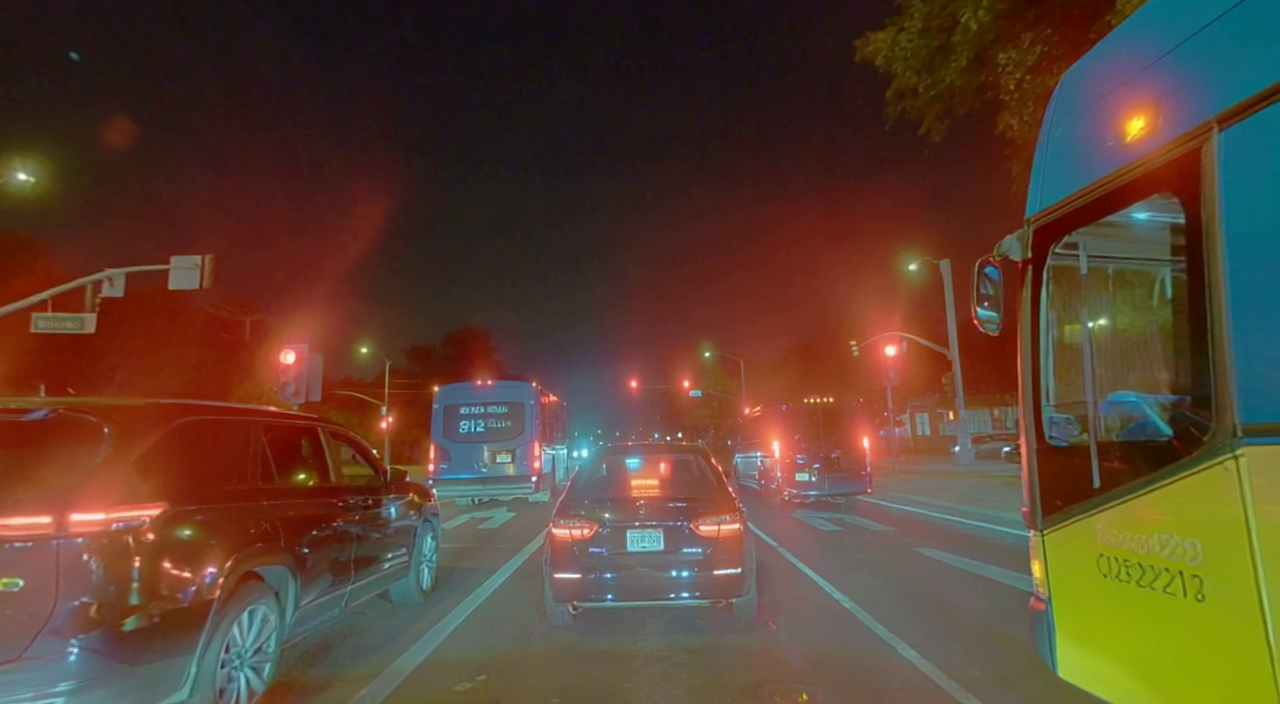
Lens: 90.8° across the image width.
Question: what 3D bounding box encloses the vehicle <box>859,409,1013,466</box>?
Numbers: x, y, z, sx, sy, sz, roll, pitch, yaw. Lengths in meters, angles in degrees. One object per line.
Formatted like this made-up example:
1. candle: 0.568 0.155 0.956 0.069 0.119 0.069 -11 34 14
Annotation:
1. vehicle: 17.625 5.133 37.909 7.839 3.213 2.628 0 -8 -3

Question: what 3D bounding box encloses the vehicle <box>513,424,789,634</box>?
1. vehicle: 0.075 1.546 6.417 1.976 1.485 3.624 0 -8 0

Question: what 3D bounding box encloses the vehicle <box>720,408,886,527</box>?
1. vehicle: 3.168 2.396 13.669 2.143 2.036 5.367 0 -8 0

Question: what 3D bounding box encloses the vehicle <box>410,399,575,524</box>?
1. vehicle: -2.915 2.348 13.980 2.335 2.221 5.165 0 -8 1

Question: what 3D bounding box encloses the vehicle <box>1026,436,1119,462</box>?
1. vehicle: 25.924 5.816 37.966 4.229 1.489 1.794 0 -9 -1

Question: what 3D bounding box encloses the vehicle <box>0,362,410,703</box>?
1. vehicle: -3.400 1.181 4.623 1.921 1.701 3.989 0 -8 0
